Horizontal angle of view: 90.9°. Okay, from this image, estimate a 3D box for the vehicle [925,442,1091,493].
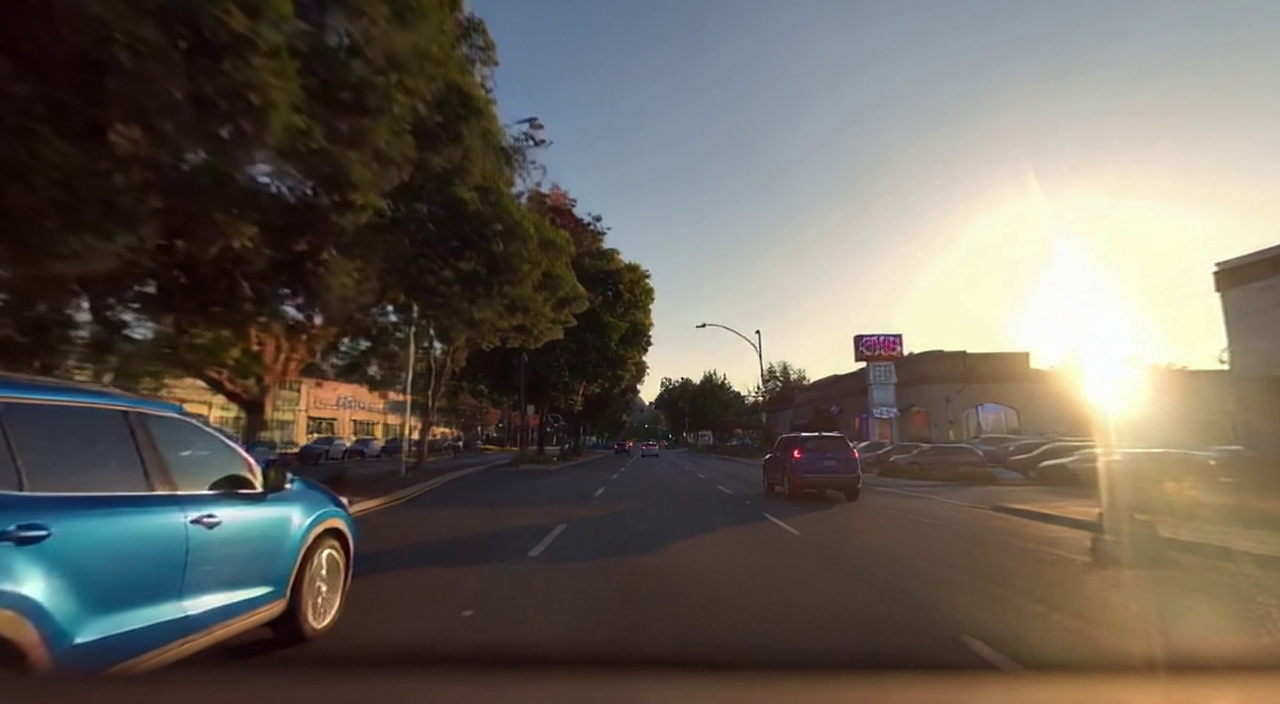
[{"bbox_3d":[11.760,3.705,20.373,4.217,1.522,1.755,0,-8,4],"label":"vehicle"}]

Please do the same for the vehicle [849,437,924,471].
[{"bbox_3d":[12.676,5.258,32.676,1.781,1.615,4.095,2,-8,-8],"label":"vehicle"}]

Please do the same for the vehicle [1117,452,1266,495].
[{"bbox_3d":[21.226,4.659,24.560,1.822,1.460,4.409,0,-8,0],"label":"vehicle"}]

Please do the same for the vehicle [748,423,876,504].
[{"bbox_3d":[4.202,2.805,16.274,2.024,1.773,4.431,1,-8,0],"label":"vehicle"}]

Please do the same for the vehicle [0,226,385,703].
[{"bbox_3d":[-3.187,0.632,2.566,2.210,1.925,4.838,0,-8,0],"label":"vehicle"}]
